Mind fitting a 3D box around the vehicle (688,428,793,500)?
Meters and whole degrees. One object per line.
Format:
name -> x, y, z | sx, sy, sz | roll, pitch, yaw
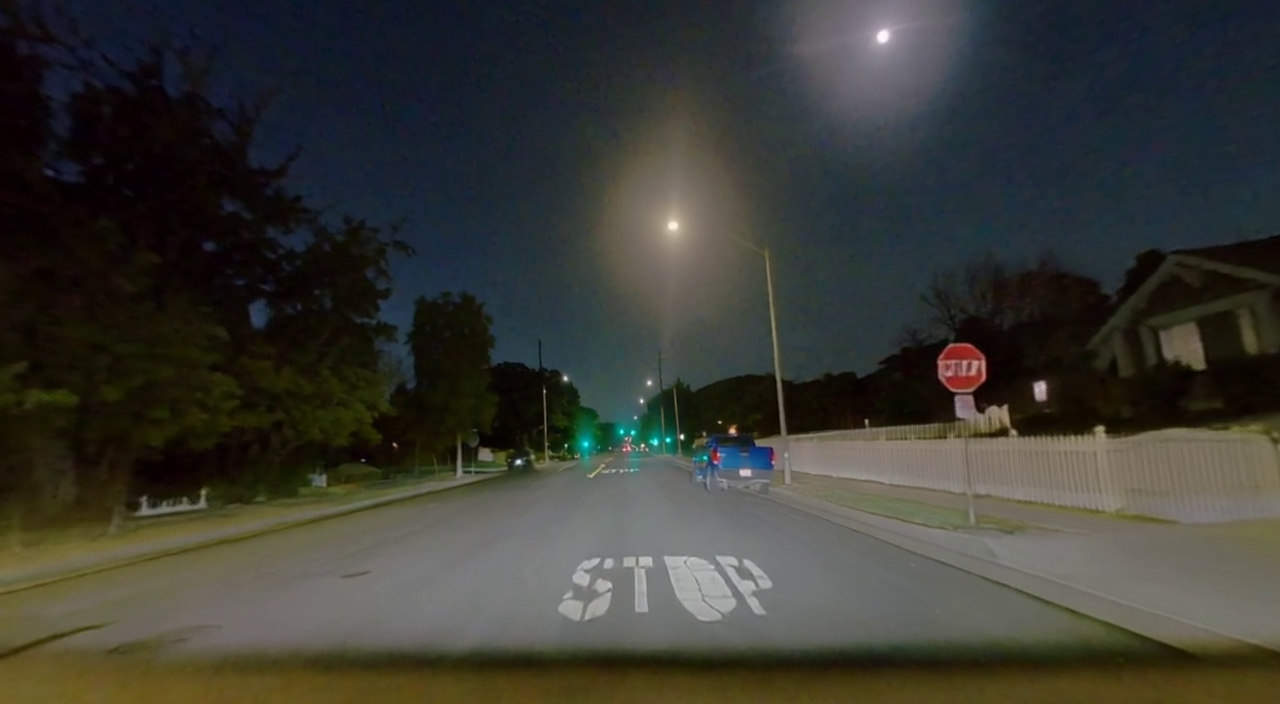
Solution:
vehicle -> 2.694, 3.169, 18.233 | 2.126, 1.795, 4.751 | 0, -9, -1
